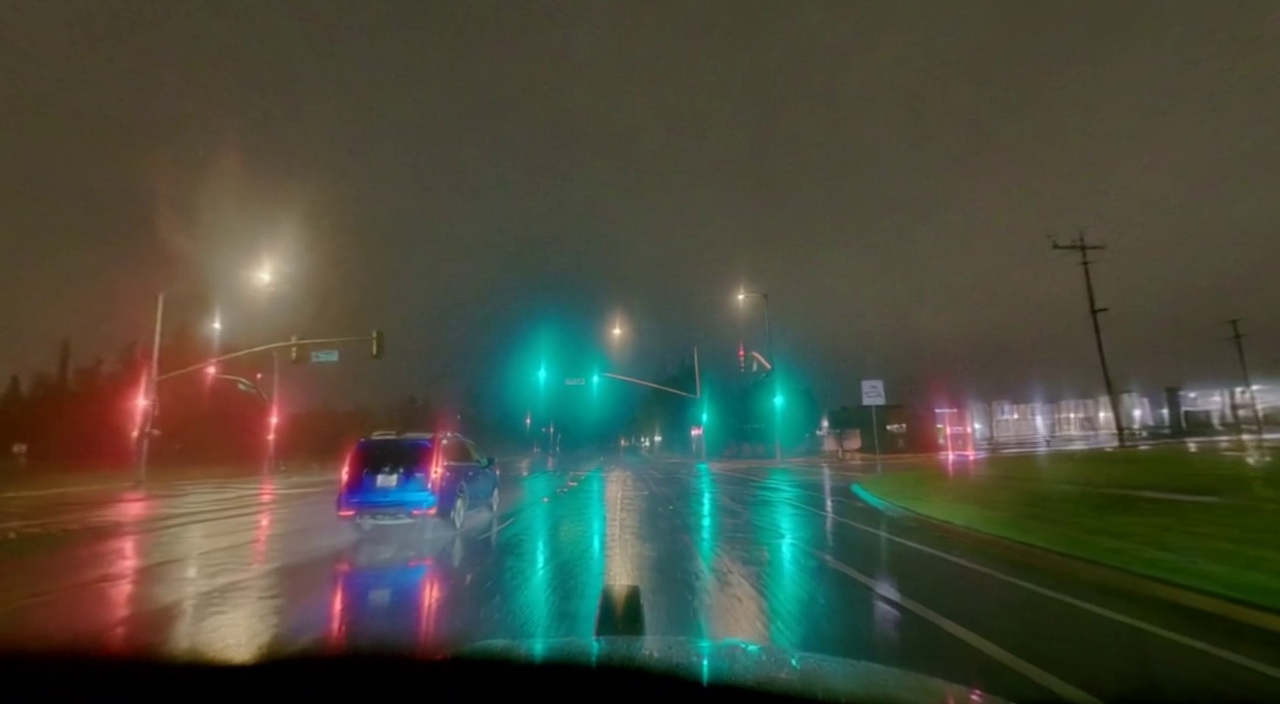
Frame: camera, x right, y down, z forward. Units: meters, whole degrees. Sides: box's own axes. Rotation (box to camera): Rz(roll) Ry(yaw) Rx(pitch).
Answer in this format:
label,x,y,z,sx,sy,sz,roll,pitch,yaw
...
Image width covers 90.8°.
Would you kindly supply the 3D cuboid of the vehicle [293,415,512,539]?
label,x,y,z,sx,sy,sz,roll,pitch,yaw
vehicle,-3.797,2.096,11.166,2.121,1.724,4.392,0,-9,0
